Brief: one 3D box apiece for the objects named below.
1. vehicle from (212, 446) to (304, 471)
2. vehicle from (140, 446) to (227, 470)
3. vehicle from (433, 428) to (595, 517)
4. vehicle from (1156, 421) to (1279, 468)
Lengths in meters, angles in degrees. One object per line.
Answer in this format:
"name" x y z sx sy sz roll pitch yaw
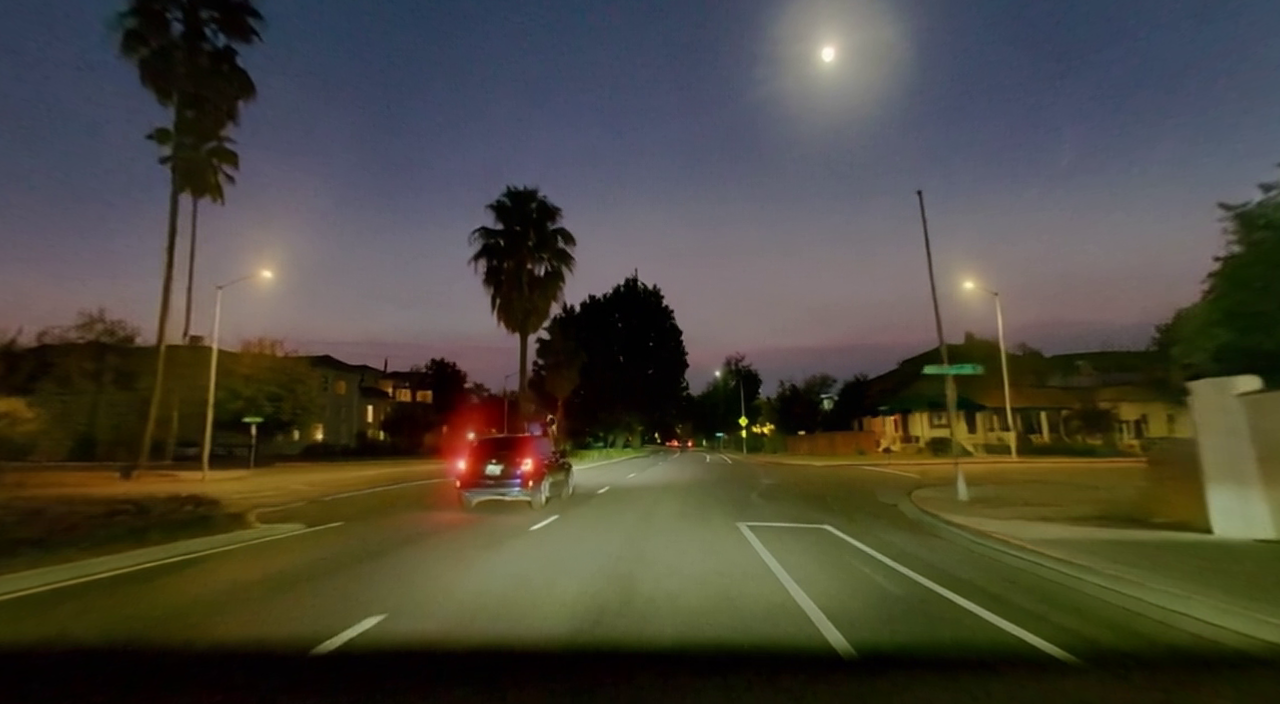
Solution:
"vehicle" -24.133 6.711 39.894 4.776 1.491 1.991 -2 -8 10
"vehicle" -29.714 6.878 41.033 4.447 1.484 1.845 -1 -8 8
"vehicle" -2.335 2.405 13.185 2.075 1.498 4.730 -1 -8 5
"vehicle" 20.083 3.053 20.731 4.318 1.451 1.915 -3 -9 21
